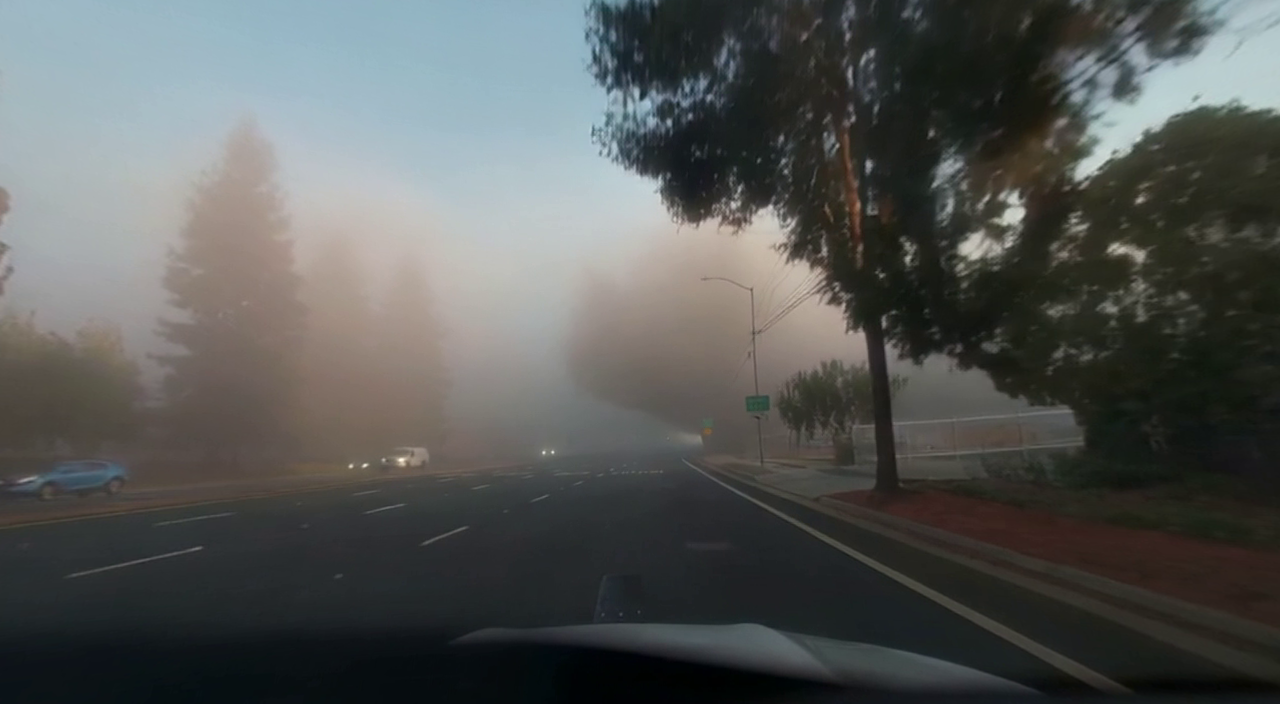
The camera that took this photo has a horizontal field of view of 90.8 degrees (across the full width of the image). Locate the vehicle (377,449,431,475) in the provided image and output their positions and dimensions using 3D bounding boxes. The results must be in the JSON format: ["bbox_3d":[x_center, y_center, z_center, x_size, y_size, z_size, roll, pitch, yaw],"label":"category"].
[{"bbox_3d":[-15.837,7.366,42.614,1.925,1.649,4.010,-1,-8,2],"label":"vehicle"}]

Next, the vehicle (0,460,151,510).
[{"bbox_3d":[-20.288,4.651,22.531,1.806,1.438,4.461,-1,-8,7],"label":"vehicle"}]
